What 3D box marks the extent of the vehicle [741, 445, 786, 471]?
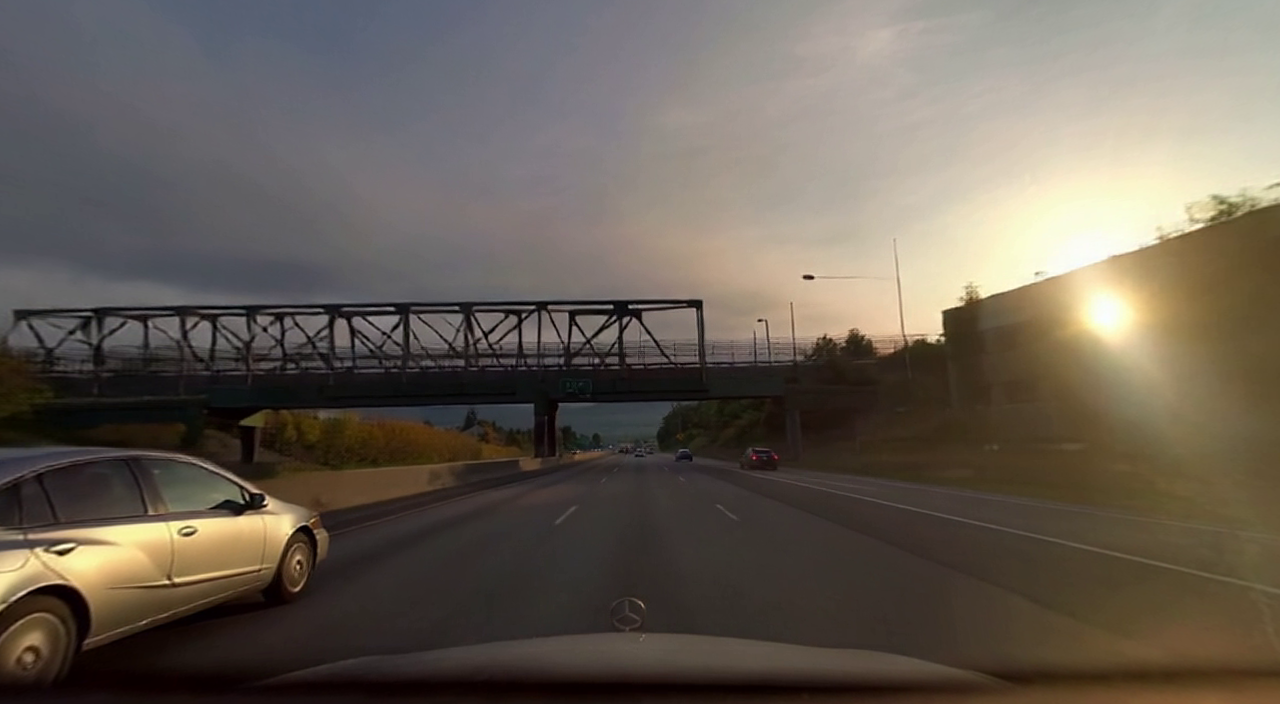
[{"bbox_3d":[7.537,6.518,38.882,1.923,1.516,3.815,0,-9,-1],"label":"vehicle"}]
